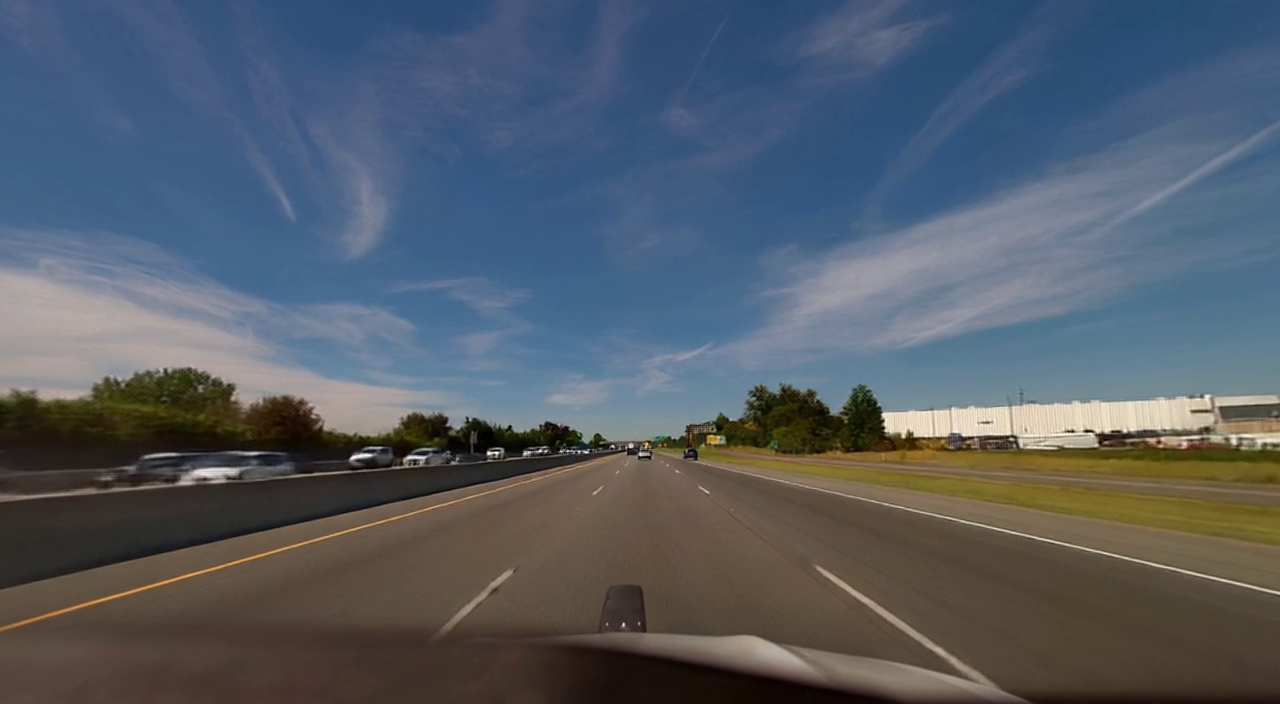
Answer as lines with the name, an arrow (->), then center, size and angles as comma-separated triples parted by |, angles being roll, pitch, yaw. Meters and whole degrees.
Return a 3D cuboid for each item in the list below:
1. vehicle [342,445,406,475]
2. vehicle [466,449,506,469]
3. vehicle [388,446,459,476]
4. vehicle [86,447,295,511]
vehicle -> -15.238, 6.204, 36.357 | 1.841, 1.586, 4.041 | 0, -9, 1
vehicle -> -11.436, 7.994, 47.054 | 1.893, 1.419, 3.812 | -1, -9, 2
vehicle -> -11.531, 5.851, 33.954 | 2.025, 1.474, 4.804 | 0, -9, 1
vehicle -> -11.437, 3.227, 16.587 | 1.982, 1.420, 4.712 | 0, -9, 1
